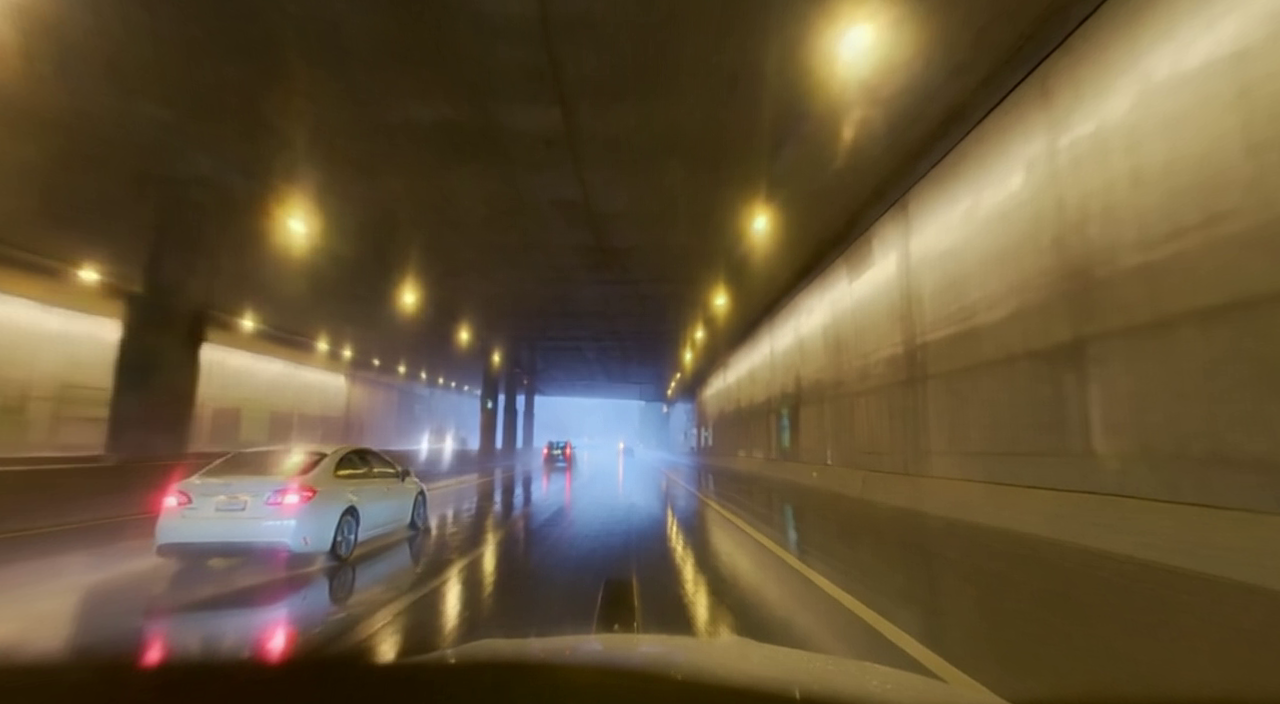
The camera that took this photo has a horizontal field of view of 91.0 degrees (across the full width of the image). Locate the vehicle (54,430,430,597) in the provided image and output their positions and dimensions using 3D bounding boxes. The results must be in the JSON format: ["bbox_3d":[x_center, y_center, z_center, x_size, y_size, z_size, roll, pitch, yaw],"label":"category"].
[{"bbox_3d":[-4.215,1.725,7.700,1.885,1.424,4.230,0,-8,-1],"label":"vehicle"}]

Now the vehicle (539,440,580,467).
[{"bbox_3d":[-4.680,5.913,36.977,1.973,1.474,4.199,0,-8,-1],"label":"vehicle"}]
